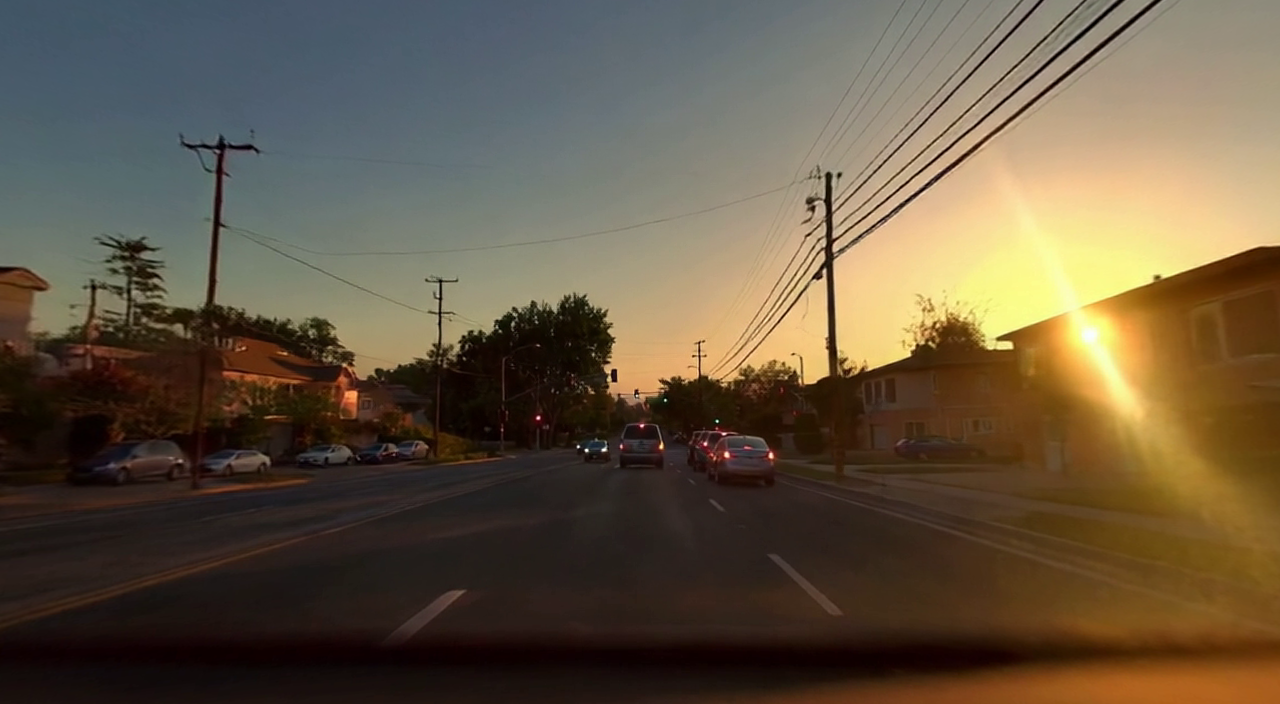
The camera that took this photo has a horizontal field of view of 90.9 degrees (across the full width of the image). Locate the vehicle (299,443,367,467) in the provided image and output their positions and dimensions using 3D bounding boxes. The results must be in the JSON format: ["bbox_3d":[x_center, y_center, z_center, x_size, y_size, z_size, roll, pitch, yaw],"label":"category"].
[{"bbox_3d":[-19.782,6.660,40.827,1.891,1.460,4.681,0,-8,2],"label":"vehicle"}]

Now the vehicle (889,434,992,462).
[{"bbox_3d":[16.520,5.292,34.798,4.671,1.495,1.900,-1,-8,4],"label":"vehicle"}]

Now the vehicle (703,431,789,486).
[{"bbox_3d":[3.167,3.284,19.715,2.002,1.511,4.124,0,-8,1],"label":"vehicle"}]

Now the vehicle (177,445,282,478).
[{"bbox_3d":[-19.852,5.276,30.750,1.866,1.471,4.770,0,-8,1],"label":"vehicle"}]

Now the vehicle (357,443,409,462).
[{"bbox_3d":[-19.737,7.738,48.633,1.830,1.436,4.771,0,-8,2],"label":"vehicle"}]

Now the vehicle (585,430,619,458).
[{"bbox_3d":[-2.673,6.626,45.342,1.999,1.864,4.279,0,-8,3],"label":"vehicle"}]

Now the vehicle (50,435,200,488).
[{"bbox_3d":[-20.130,4.281,24.962,2.046,1.874,4.448,0,-8,2],"label":"vehicle"}]

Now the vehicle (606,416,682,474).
[{"bbox_3d":[0.159,3.788,25.640,2.769,2.087,5.130,0,-8,0],"label":"vehicle"}]
